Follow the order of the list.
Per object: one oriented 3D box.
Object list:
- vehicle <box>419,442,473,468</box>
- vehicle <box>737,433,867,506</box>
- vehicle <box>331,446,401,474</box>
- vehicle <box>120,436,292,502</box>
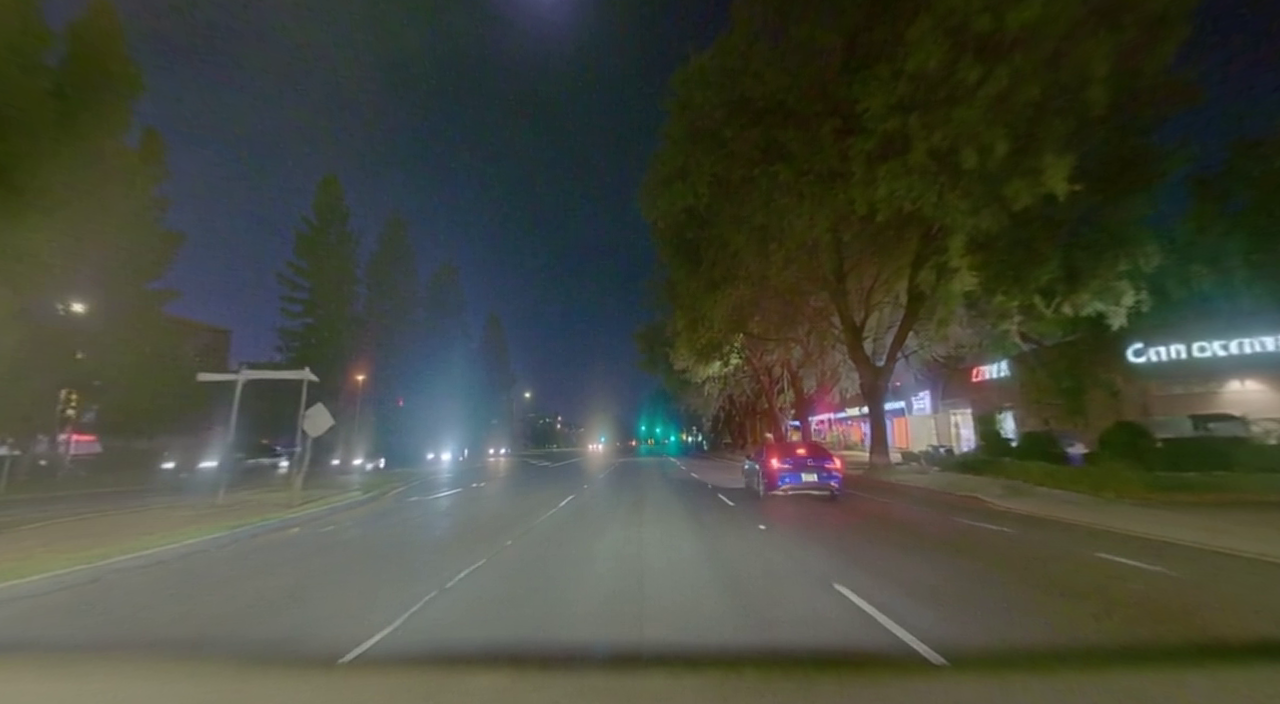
[{"bbox_3d":[-12.167,6.487,39.851,1.986,1.514,4.300,0,-8,1],"label":"vehicle"},{"bbox_3d":[3.699,2.747,15.291,1.977,1.474,4.399,0,-8,0],"label":"vehicle"},{"bbox_3d":[-15.672,6.177,36.310,1.917,1.454,4.577,0,-8,0],"label":"vehicle"},{"bbox_3d":[-12.549,3.364,18.664,1.975,1.697,4.265,0,-8,1],"label":"vehicle"}]
